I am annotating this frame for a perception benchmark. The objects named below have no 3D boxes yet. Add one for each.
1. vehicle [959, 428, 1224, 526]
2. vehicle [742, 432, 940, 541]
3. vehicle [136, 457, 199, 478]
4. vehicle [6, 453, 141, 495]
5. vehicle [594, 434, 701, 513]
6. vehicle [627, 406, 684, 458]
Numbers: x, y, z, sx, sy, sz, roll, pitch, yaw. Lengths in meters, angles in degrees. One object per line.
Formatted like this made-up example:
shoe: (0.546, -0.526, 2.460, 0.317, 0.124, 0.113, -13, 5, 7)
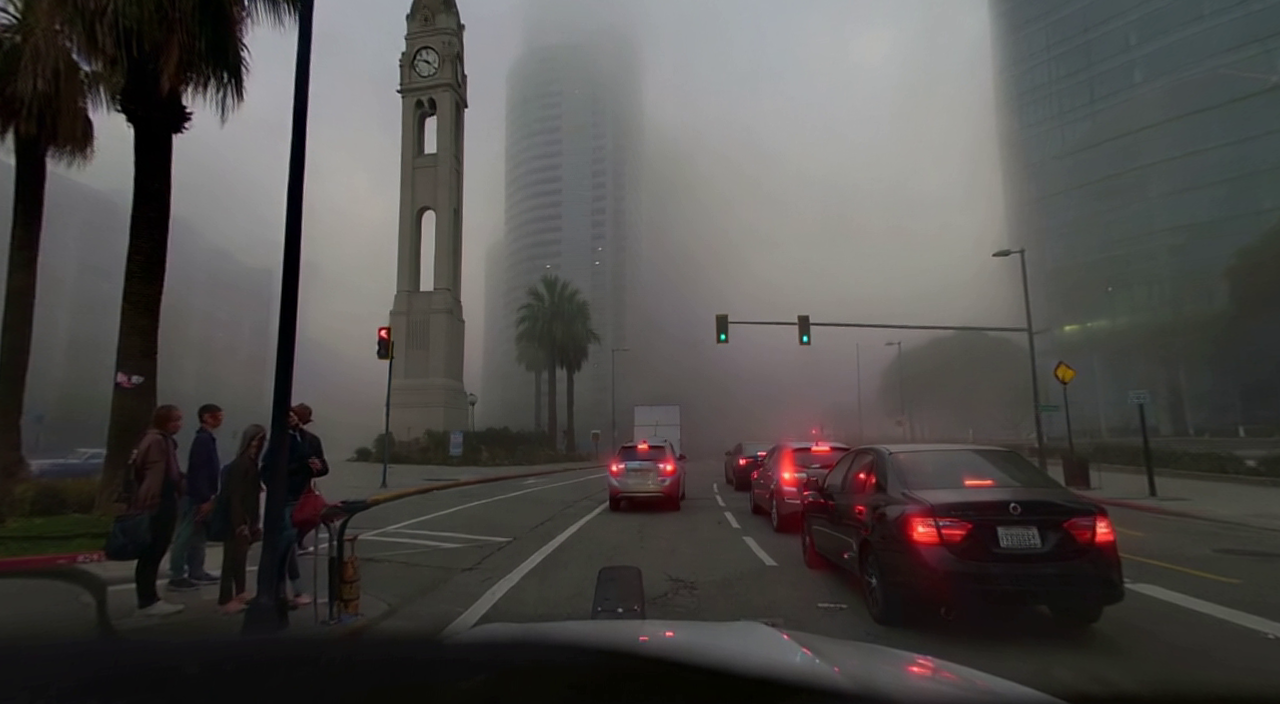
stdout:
vehicle: (8.180, 2.283, 12.050, 1.859, 1.508, 4.259, 0, -9, -1)
vehicle: (3.103, 2.171, 10.838, 1.913, 1.469, 4.425, 0, -9, -1)
vehicle: (-36.835, 9.006, 49.226, 1.700, 1.527, 4.445, 1, -9, -4)
vehicle: (-26.704, 5.723, 29.954, 2.105, 1.793, 4.812, 0, -9, -4)
vehicle: (0.179, 2.624, 14.000, 2.048, 1.503, 3.681, 0, -9, 1)
vehicle: (0.832, 3.751, 29.112, 2.230, 2.158, 5.498, -1, -9, 5)
